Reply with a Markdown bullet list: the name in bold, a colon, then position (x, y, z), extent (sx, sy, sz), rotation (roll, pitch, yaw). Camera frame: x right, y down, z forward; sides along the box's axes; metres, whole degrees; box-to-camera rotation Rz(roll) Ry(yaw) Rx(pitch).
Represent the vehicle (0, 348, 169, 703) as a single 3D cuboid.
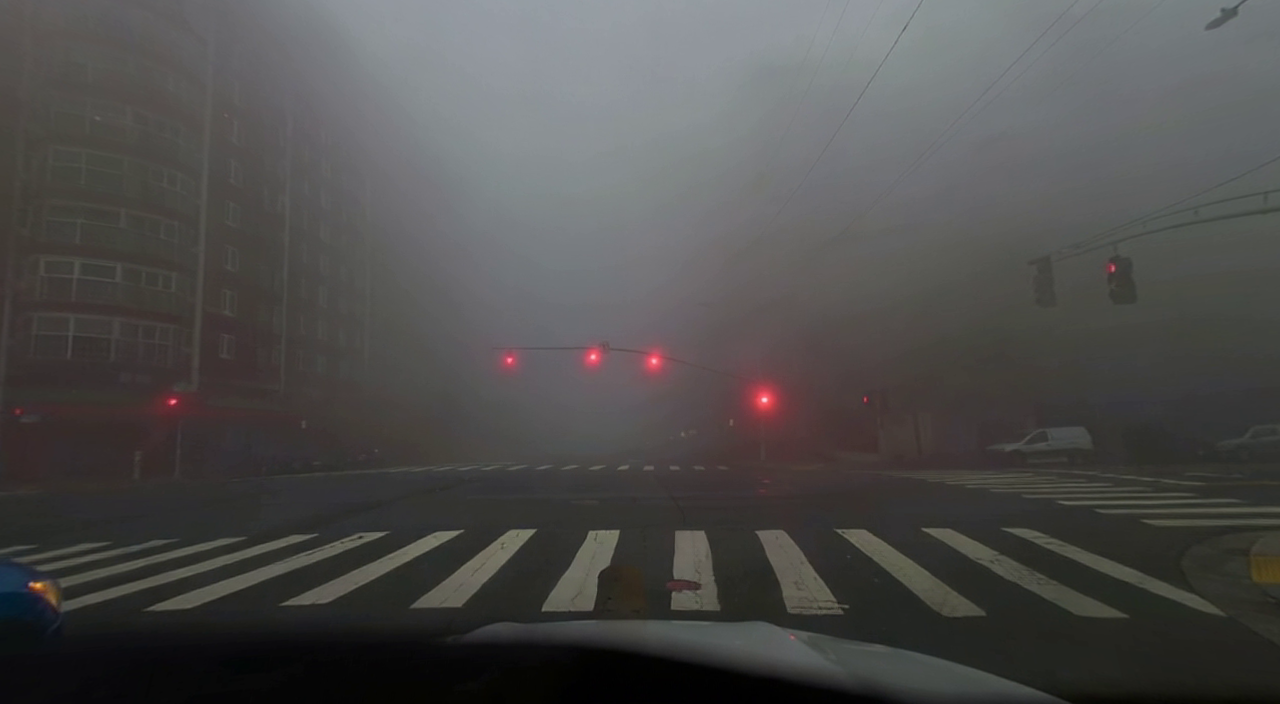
- **vehicle**: position (-3.632, 0.618, 1.052), extent (2.109, 1.692, 4.587), rotation (0, -8, 0)
